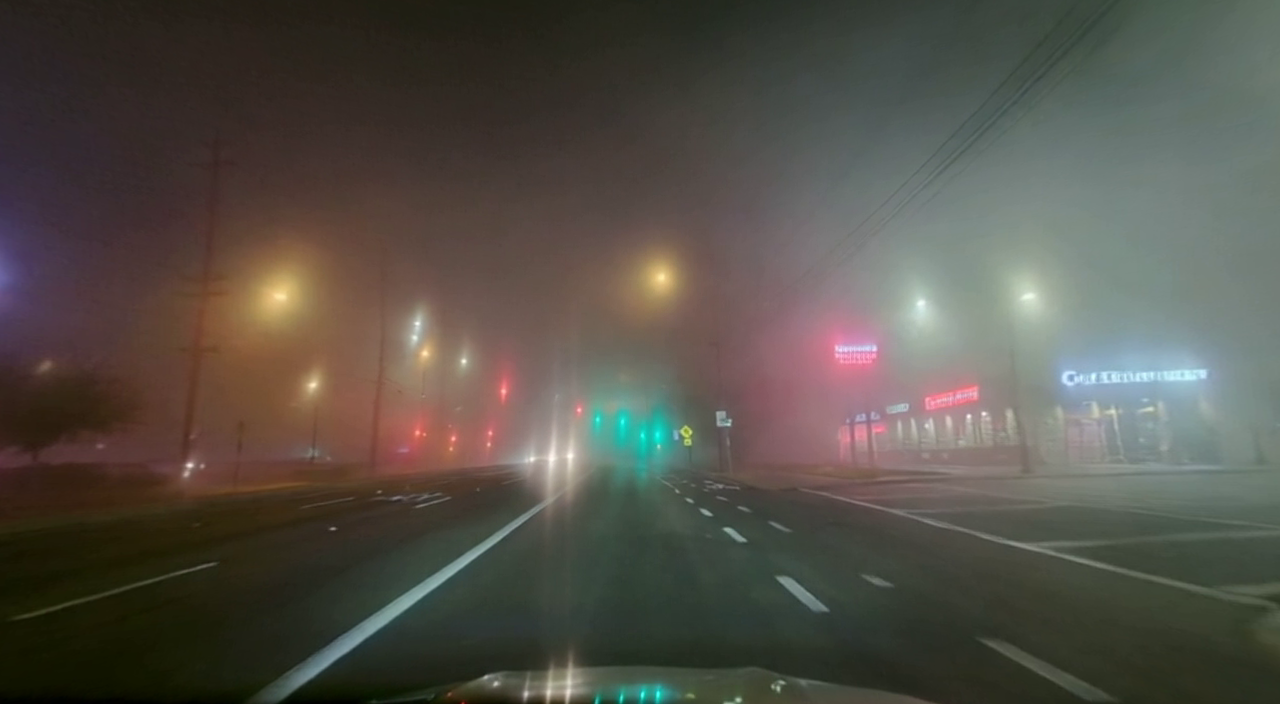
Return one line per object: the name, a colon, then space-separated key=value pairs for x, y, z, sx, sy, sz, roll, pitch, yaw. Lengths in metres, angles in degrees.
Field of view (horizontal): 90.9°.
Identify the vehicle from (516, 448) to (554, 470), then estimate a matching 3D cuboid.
vehicle: x=-7.430 y=7.629 z=45.068 sx=2.010 sy=1.455 sz=4.271 roll=0 pitch=-9 yaw=-1
